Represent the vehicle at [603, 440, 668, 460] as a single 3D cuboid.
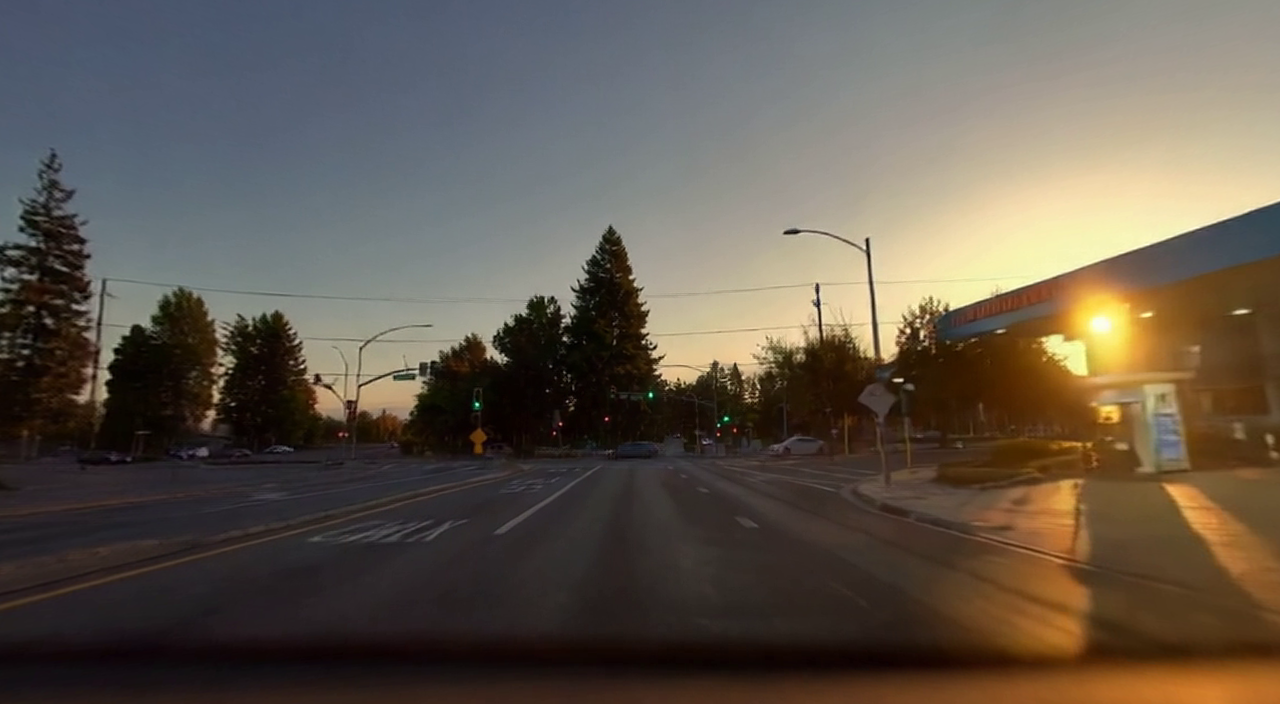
[{"bbox_3d":[-0.373,7.608,49.266,4.709,1.501,1.895,3,-9,-19],"label":"vehicle"}]
